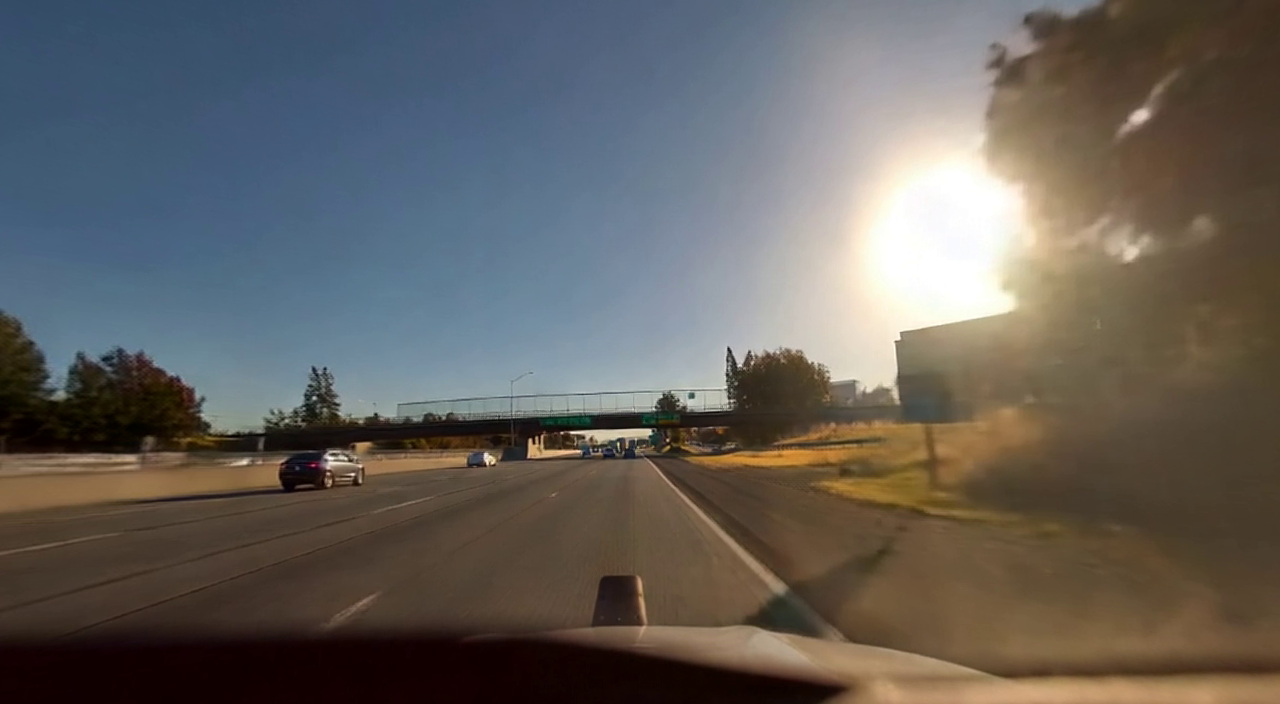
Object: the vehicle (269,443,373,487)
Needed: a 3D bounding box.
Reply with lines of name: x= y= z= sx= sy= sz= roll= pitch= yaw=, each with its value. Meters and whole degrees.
vehicle: x=-14.503 y=5.138 z=29.137 sx=2.049 sy=1.792 sz=5.177 roll=0 pitch=-9 yaw=0
